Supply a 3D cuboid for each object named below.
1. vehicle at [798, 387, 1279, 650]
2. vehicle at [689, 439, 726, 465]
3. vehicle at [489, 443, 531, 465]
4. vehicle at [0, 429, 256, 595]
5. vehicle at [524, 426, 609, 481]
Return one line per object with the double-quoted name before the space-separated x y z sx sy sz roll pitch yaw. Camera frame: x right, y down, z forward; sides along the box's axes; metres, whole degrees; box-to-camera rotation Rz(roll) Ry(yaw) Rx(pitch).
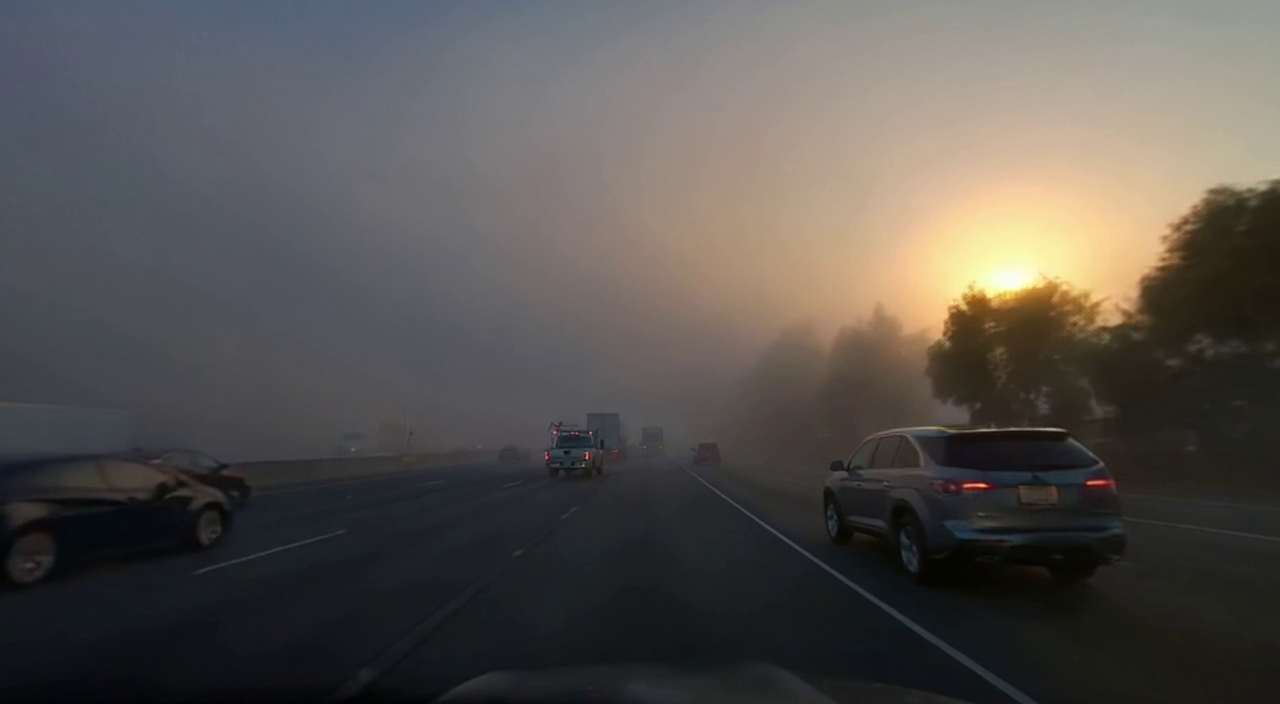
"vehicle" 3.145 1.375 6.242 2.028 1.658 4.334 0 -8 0
"vehicle" 4.541 6.763 42.744 2.026 1.661 3.865 0 -8 -1
"vehicle" -9.497 7.515 46.606 1.981 1.495 4.834 0 -8 1
"vehicle" -6.932 1.698 7.336 2.235 1.506 4.159 0 -8 1
"vehicle" -2.884 4.227 26.582 2.645 2.023 6.491 -1 -8 2
